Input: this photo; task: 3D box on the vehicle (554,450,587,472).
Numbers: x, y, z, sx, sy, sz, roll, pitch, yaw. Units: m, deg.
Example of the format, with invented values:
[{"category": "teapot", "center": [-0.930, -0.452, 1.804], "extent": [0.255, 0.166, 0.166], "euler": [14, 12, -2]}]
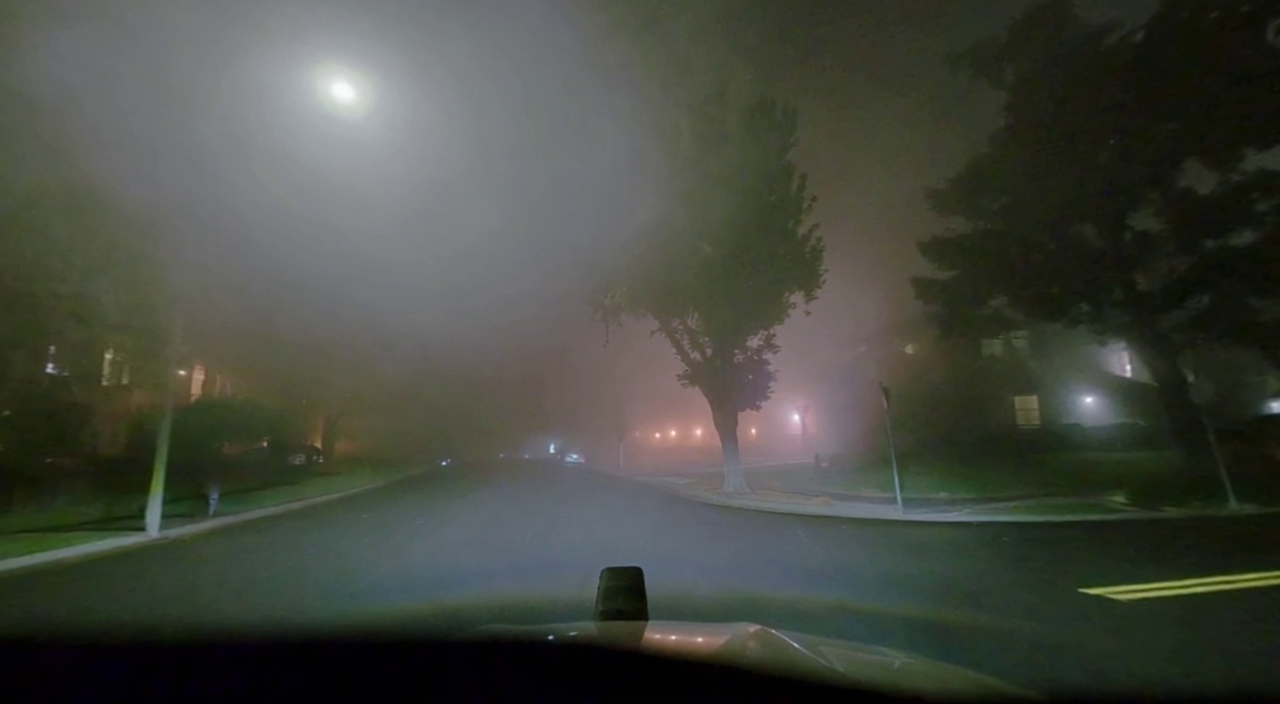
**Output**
[{"category": "vehicle", "center": [-5.187, 7.964, 46.170], "extent": [2.088, 1.429, 4.796], "euler": [1, -9, -10]}]

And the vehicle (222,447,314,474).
[{"category": "vehicle", "center": [-22.486, 6.574, 38.073], "extent": [4.344, 1.483, 1.928], "euler": [0, -8, -6]}]
